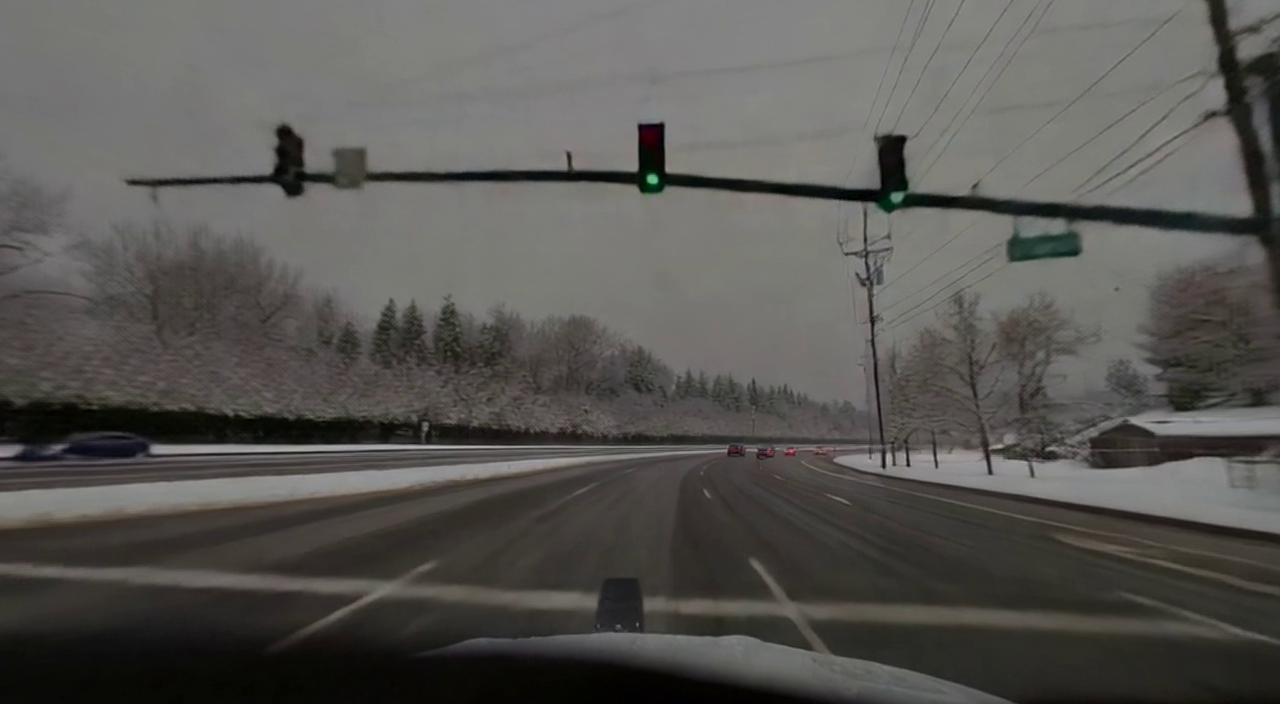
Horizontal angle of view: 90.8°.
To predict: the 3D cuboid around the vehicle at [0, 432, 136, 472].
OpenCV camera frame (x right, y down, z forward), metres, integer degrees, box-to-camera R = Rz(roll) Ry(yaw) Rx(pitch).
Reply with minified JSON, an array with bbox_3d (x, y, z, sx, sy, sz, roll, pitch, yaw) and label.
[{"bbox_3d":[-23.520,4.039,25.707,1.871,1.474,4.554,-1,-9,8],"label":"vehicle"}]
